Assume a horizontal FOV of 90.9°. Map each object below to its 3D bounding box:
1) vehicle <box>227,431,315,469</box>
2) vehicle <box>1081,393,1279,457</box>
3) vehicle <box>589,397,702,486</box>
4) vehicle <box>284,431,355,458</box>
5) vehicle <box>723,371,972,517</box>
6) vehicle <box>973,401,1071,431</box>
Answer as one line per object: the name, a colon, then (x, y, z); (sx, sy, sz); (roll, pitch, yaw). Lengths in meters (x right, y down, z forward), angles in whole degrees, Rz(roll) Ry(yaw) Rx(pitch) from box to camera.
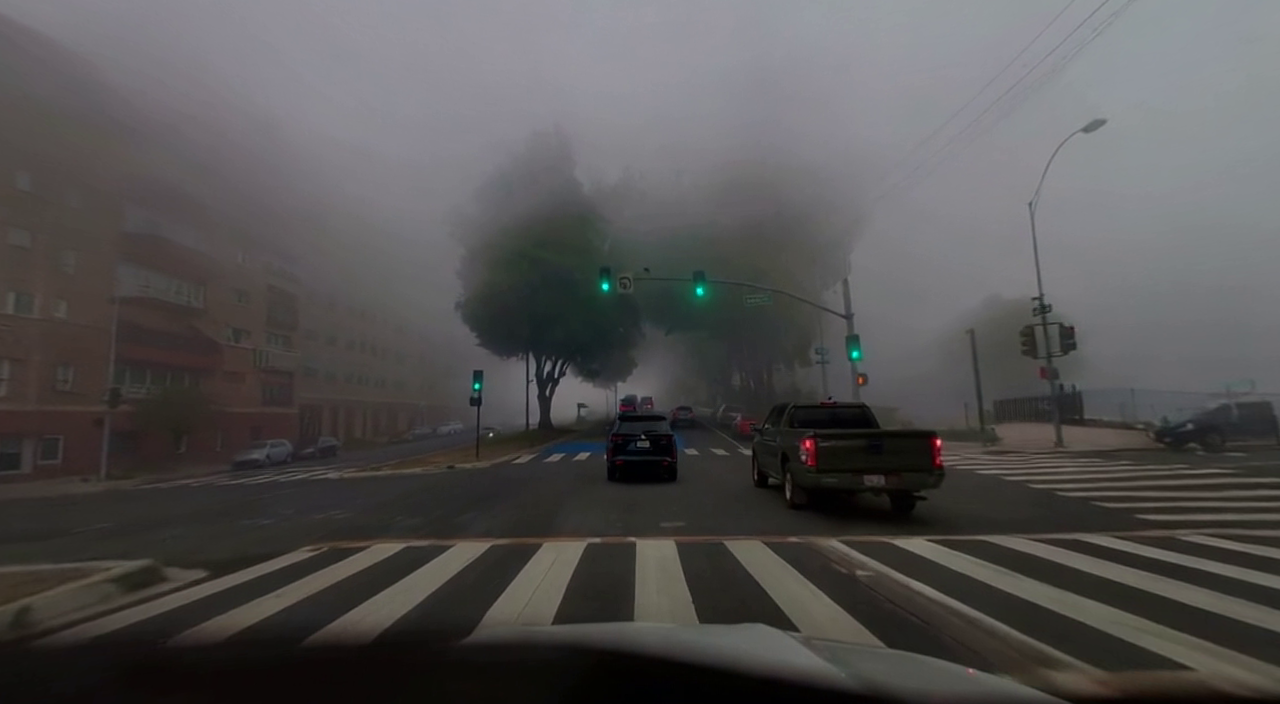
vehicle: (-19.627, 5.246, 33.830); (2.060, 1.867, 4.626); (0, -9, -2)
vehicle: (14.264, 1.862, 15.780); (4.872, 1.472, 2.136); (0, -9, -2)
vehicle: (0.062, 2.123, 14.911); (2.283, 1.773, 4.255); (0, -9, -1)
vehicle: (-19.708, 5.762, 39.019); (1.871, 1.546, 4.792); (0, -9, 0)
vehicle: (3.351, 1.714, 12.149); (2.487, 2.048, 6.443); (0, -8, -1)
vehicle: (20.392, 3.440, 33.772); (4.031, 1.436, 1.699); (-1, -8, 1)
